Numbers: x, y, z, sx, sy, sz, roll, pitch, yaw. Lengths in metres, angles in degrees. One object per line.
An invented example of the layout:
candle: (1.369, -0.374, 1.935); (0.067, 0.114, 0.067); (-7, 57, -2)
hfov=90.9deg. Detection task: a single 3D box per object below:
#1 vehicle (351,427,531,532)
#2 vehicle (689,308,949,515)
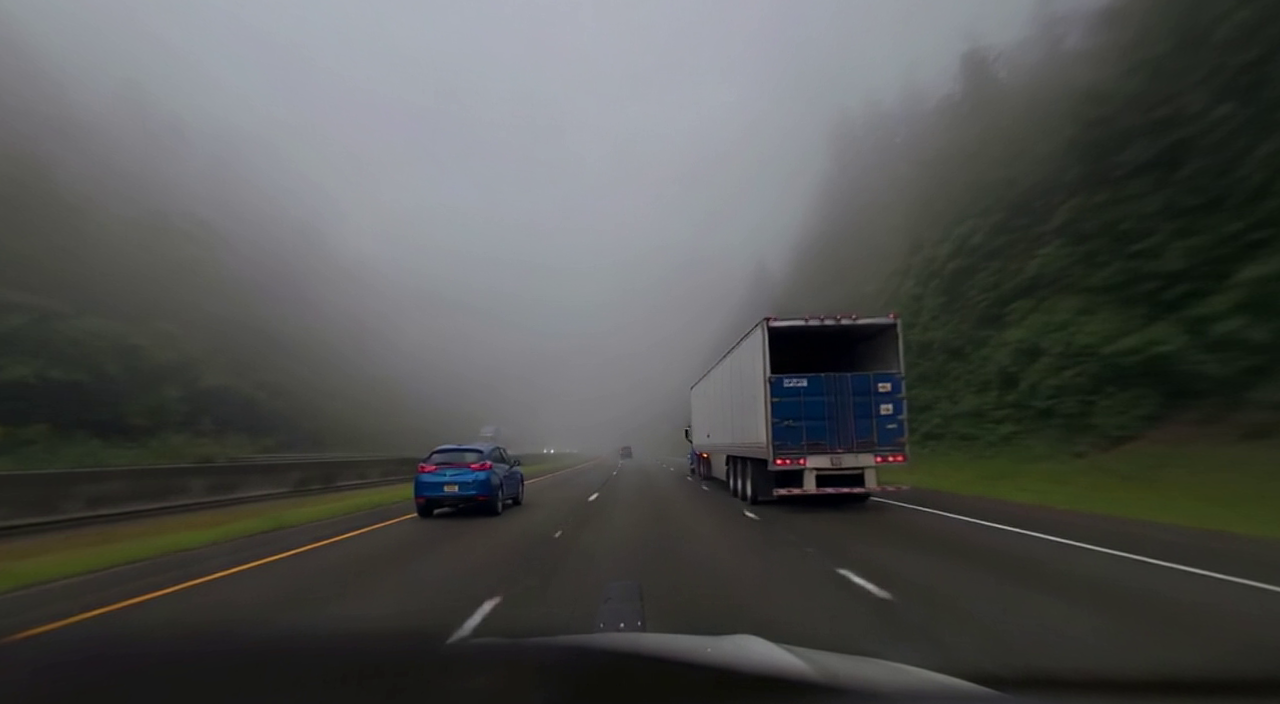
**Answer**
vehicle: (-3.579, 2.388, 12.350); (2.115, 1.670, 4.261); (0, -9, 0)
vehicle: (4.262, 2.514, 21.581); (3.532, 4.201, 17.611); (0, -9, -1)
